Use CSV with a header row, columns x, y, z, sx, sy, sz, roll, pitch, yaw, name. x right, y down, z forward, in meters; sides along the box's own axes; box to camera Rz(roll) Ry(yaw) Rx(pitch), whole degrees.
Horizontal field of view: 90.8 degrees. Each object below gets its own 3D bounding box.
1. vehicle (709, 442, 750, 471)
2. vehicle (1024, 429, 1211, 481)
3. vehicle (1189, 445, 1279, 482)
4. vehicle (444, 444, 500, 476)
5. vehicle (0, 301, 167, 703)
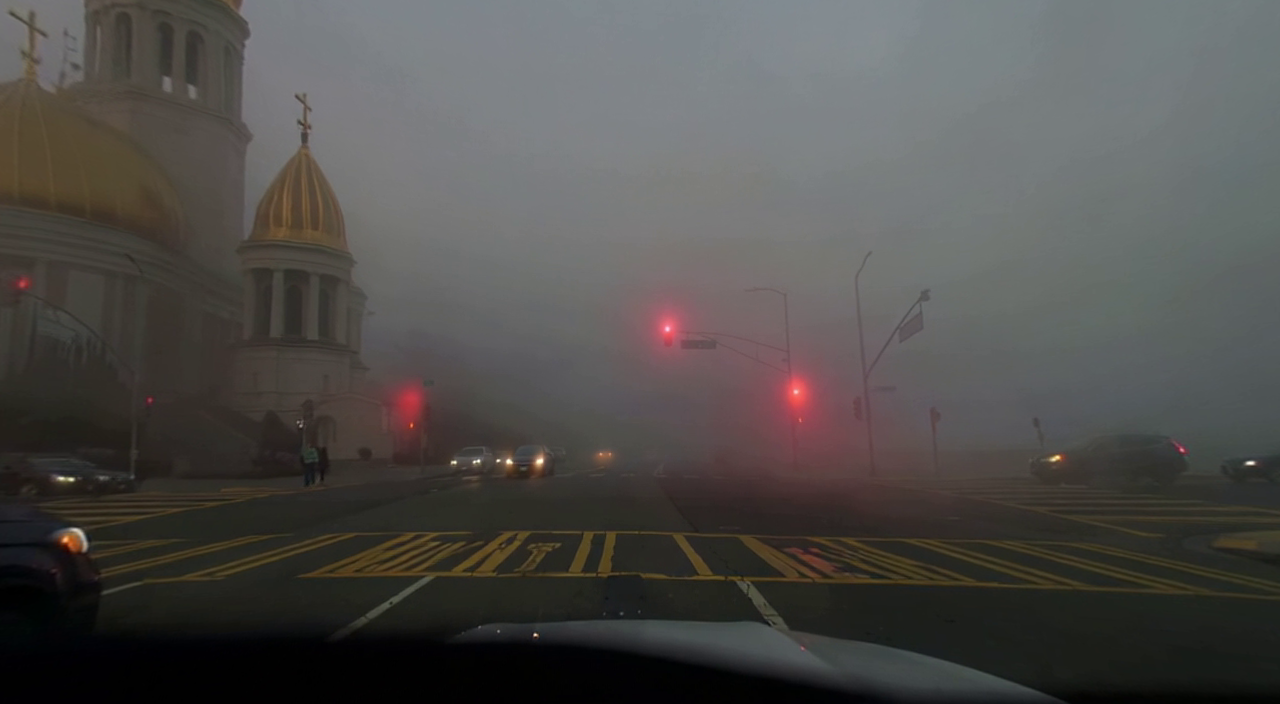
x,y,z,sx,sy,sz,roll,pitch,yaw,name
5.824,6.850,41.489,1.969,1.776,4.329,0,-8,-1,vehicle
19.877,4.291,26.550,5.852,2.057,2.361,0,-8,0,vehicle
26.384,4.682,26.682,4.561,1.475,1.850,0,-8,0,vehicle
-10.229,6.610,38.956,2.076,1.876,4.669,0,-8,1,vehicle
-3.886,0.503,0.706,2.251,2.009,5.688,0,-8,0,vehicle
